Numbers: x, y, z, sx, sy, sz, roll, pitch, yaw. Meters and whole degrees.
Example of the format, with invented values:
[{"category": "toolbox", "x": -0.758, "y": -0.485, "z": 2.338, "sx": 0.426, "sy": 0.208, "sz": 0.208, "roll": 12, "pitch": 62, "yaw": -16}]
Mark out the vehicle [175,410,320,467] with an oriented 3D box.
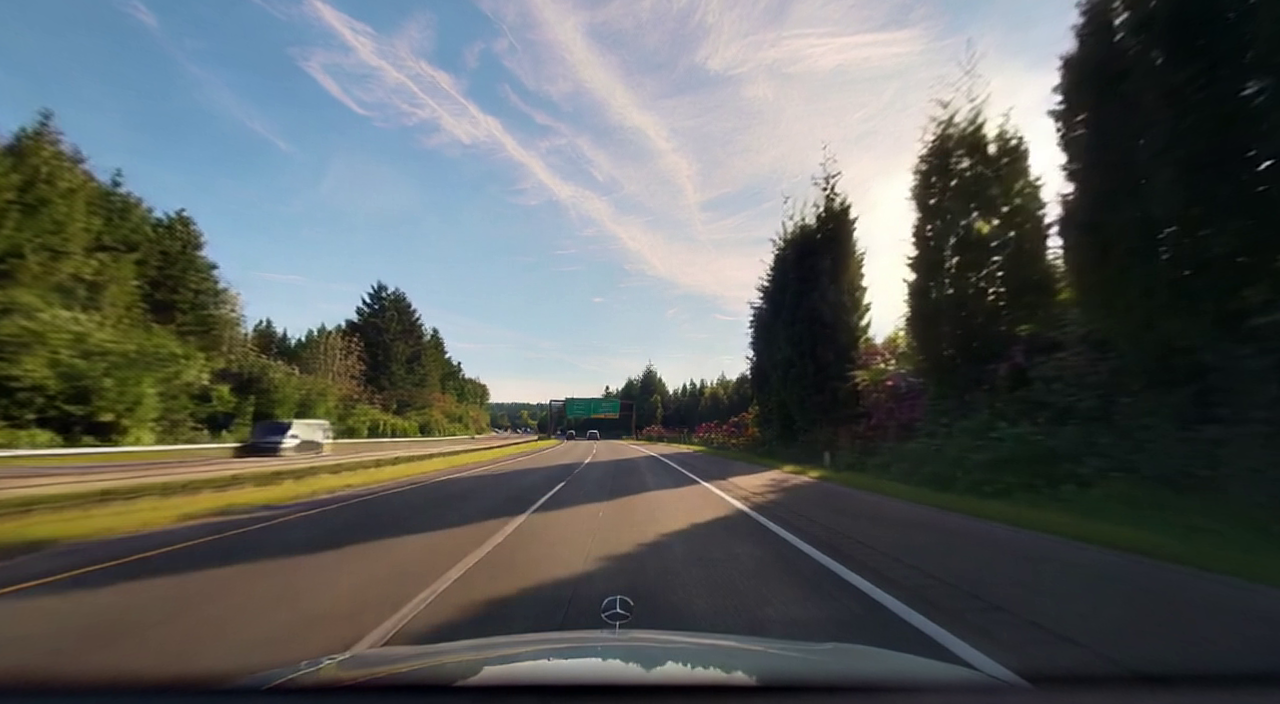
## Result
[{"category": "vehicle", "x": -13.885, "y": 3.114, "z": 22.812, "sx": 2.011, "sy": 1.804, "sz": 5.202, "roll": 0, "pitch": -8, "yaw": -2}]
